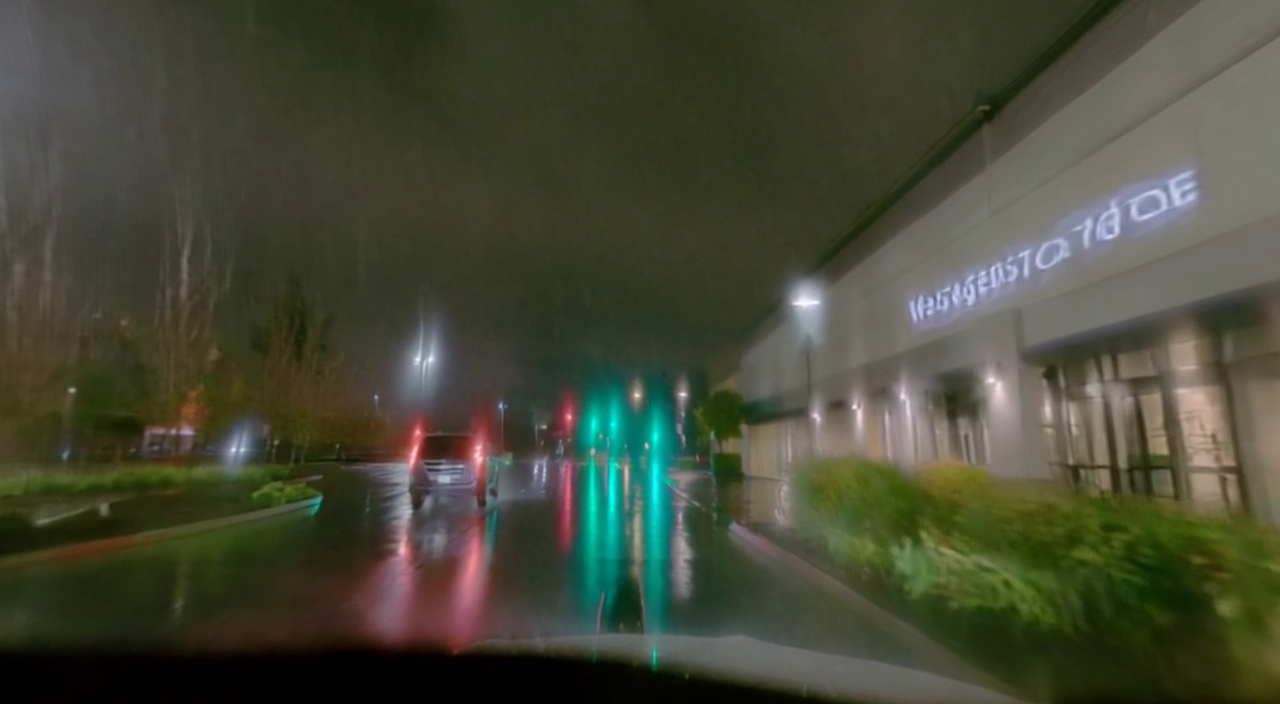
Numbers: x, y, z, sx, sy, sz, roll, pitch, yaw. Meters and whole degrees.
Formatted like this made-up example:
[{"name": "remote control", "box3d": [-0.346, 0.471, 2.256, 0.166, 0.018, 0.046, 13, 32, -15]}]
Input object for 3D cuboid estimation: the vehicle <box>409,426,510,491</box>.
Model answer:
[{"name": "vehicle", "box3d": [-5.528, 3.329, 20.047, 2.180, 1.806, 4.541, 1, -8, -5]}]
